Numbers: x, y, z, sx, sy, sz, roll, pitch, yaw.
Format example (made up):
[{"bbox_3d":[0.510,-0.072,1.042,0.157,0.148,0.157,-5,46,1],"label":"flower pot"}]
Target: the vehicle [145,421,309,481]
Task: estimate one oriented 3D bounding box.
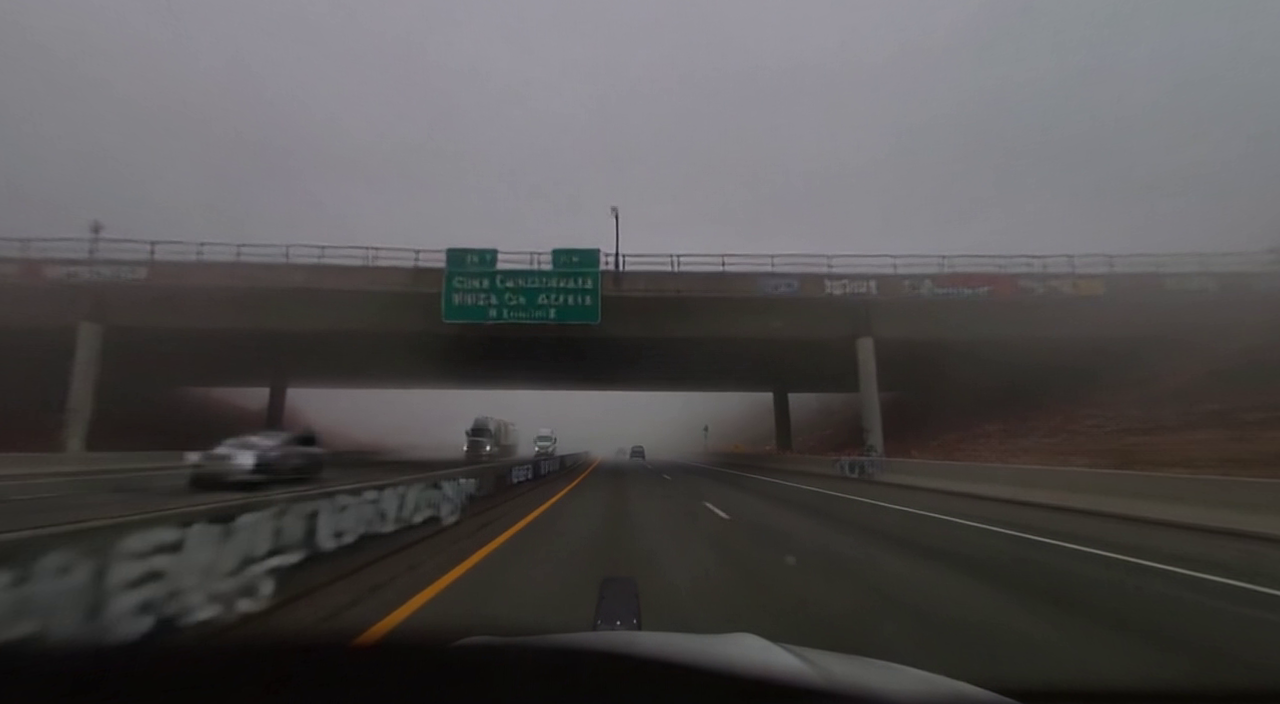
[{"bbox_3d":[-11.938,2.919,18.547,1.953,1.574,4.212,0,-9,0],"label":"vehicle"}]
